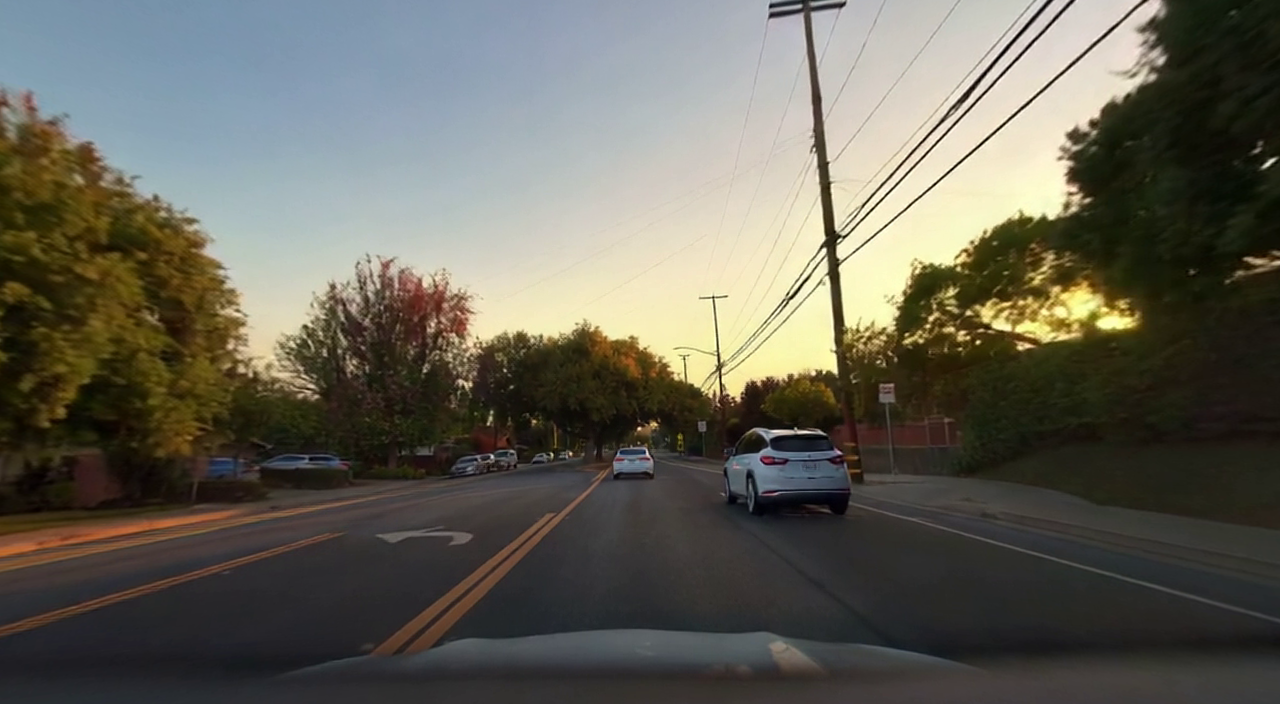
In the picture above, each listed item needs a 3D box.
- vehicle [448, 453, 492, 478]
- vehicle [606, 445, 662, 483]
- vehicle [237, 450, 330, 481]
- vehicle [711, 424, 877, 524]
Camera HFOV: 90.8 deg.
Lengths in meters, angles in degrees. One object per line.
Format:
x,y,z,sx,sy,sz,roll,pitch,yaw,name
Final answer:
-12.252,8.156,45.795,2.044,1.534,4.554,-1,-8,-2,vehicle
-0.239,4.668,26.668,2.196,1.449,4.006,0,-8,0,vehicle
-21.045,6.691,37.452,4.240,1.717,2.043,0,-8,-2,vehicle
3.028,2.531,13.716,2.200,1.763,4.676,1,-8,-3,vehicle
